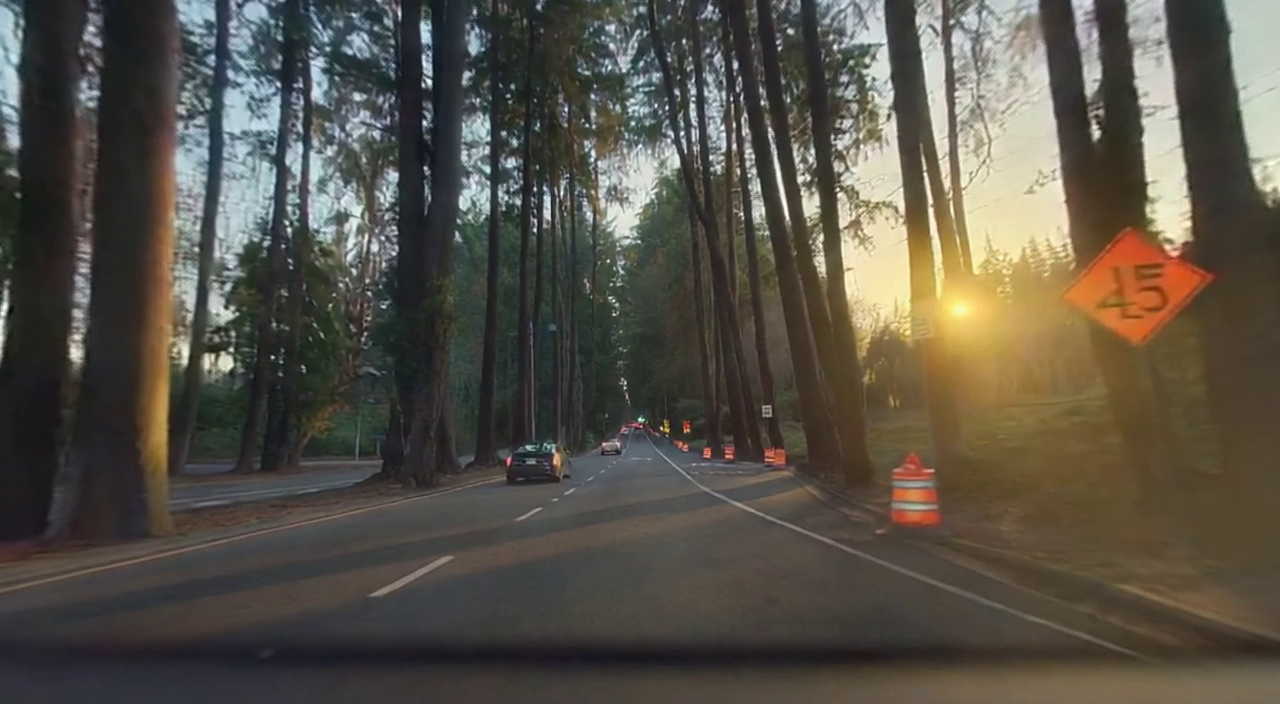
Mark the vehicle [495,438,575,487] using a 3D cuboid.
[{"bbox_3d":[-3.527,3.762,21.796,2.029,1.511,3.922,-1,-8,1],"label":"vehicle"}]
